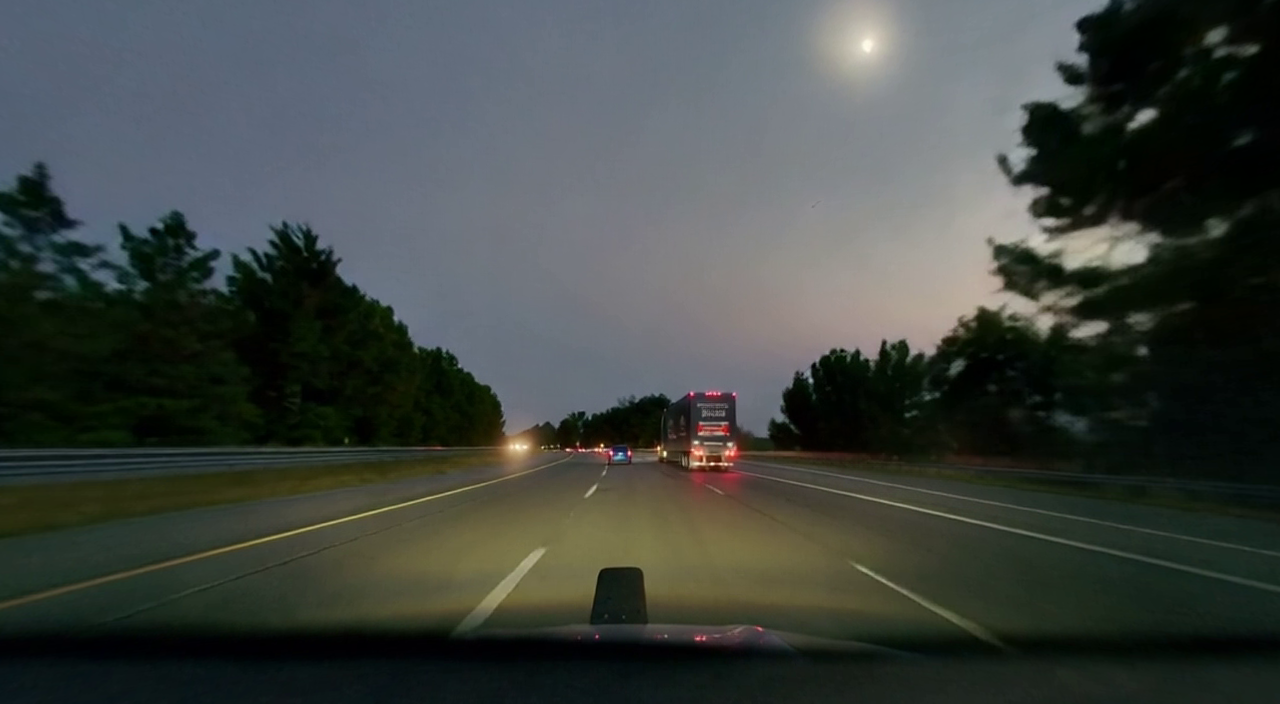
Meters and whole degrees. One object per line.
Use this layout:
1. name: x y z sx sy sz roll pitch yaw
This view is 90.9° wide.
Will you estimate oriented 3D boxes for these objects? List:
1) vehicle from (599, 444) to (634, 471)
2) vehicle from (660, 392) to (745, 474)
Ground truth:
1. vehicle: -1.353 6.042 36.210 1.913 1.460 3.610 0 -9 -2
2. vehicle: 3.333 5.089 38.307 2.951 4.012 14.203 1 -9 -3
